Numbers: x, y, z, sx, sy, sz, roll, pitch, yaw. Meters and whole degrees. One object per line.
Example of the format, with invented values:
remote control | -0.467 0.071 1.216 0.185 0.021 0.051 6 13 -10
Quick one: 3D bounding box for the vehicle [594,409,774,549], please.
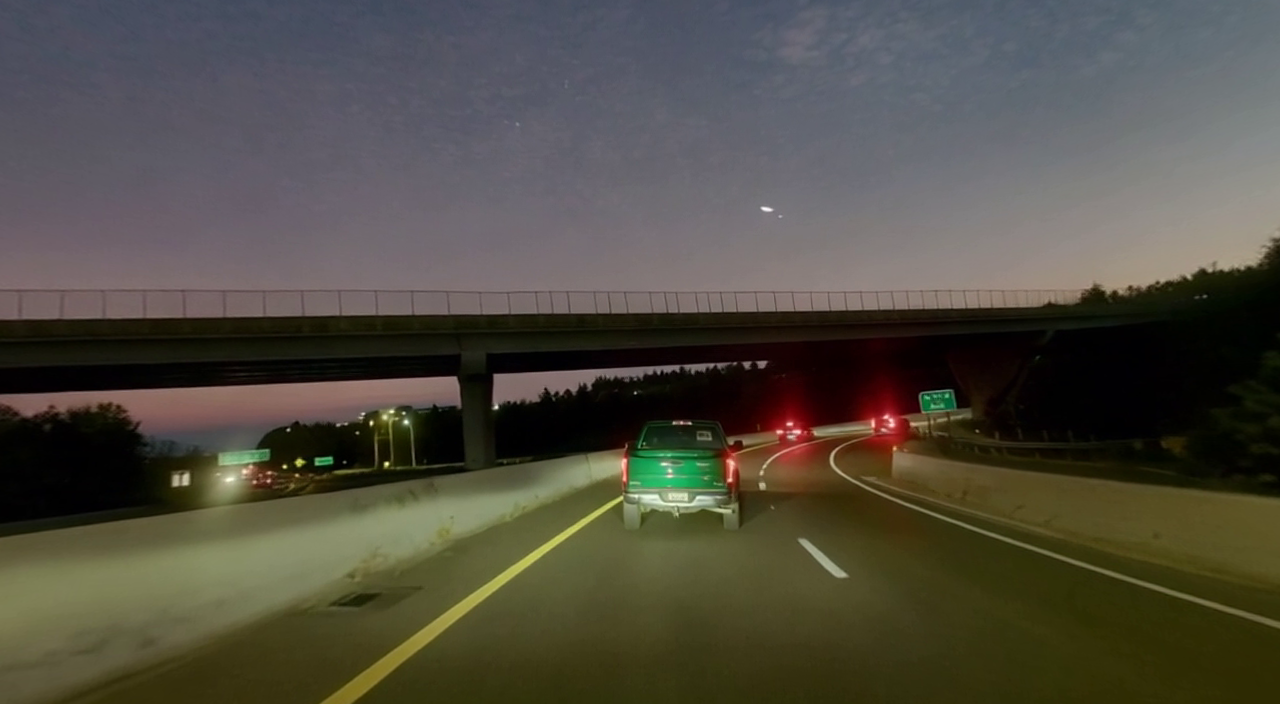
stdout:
vehicle | 0.739 1.905 10.139 2.235 1.716 4.435 -1 -8 5
